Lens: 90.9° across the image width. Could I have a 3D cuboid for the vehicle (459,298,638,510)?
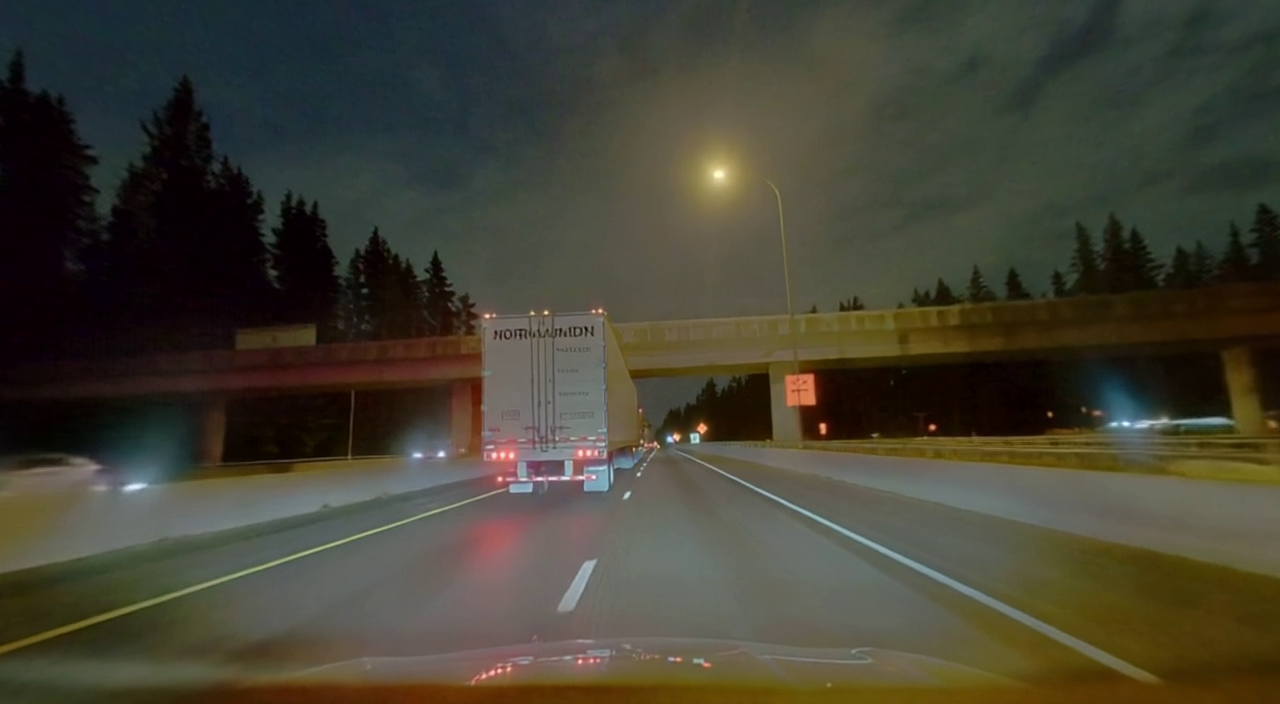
[{"bbox_3d":[-1.733,2.158,20.154,2.873,4.060,16.327,0,-9,2],"label":"vehicle"}]
